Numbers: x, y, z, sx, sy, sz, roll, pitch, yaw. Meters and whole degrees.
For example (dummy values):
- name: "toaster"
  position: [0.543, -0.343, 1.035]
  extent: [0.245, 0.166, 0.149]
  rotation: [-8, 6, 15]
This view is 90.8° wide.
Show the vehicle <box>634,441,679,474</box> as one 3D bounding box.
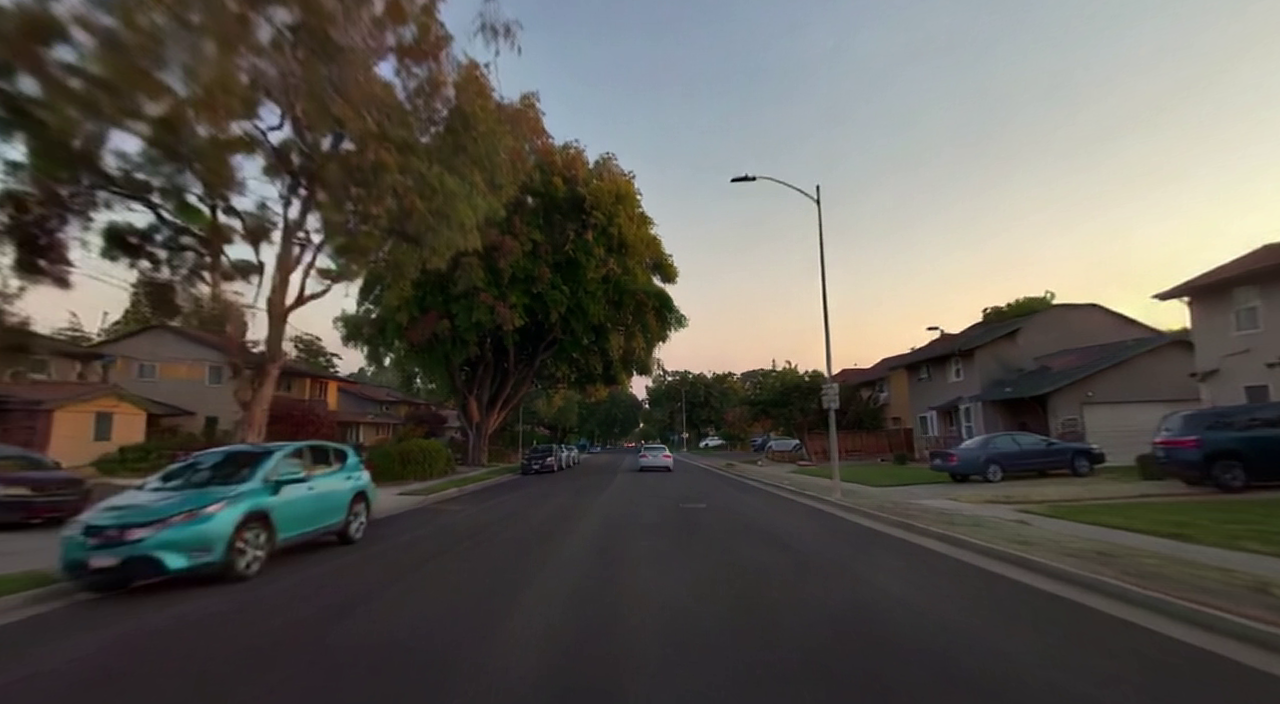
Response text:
- name: "vehicle"
  position: [0.725, 4.967, 29.957]
  extent: [2.000, 1.449, 4.006]
  rotation: [0, -9, 0]

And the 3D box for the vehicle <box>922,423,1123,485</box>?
- name: "vehicle"
  position: [11.080, 2.988, 18.555]
  extent: [4.592, 1.489, 1.919]
  rotation: [-3, -8, -1]

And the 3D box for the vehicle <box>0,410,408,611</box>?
- name: "vehicle"
  position: [-5.140, 1.866, 8.558]
  extent: [2.126, 1.816, 4.796]
  rotation: [-3, -8, 1]

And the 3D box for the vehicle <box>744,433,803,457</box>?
- name: "vehicle"
  position: [10.073, 7.051, 47.747]
  extent: [4.009, 1.747, 1.839]
  rotation: [-1, -9, 0]
